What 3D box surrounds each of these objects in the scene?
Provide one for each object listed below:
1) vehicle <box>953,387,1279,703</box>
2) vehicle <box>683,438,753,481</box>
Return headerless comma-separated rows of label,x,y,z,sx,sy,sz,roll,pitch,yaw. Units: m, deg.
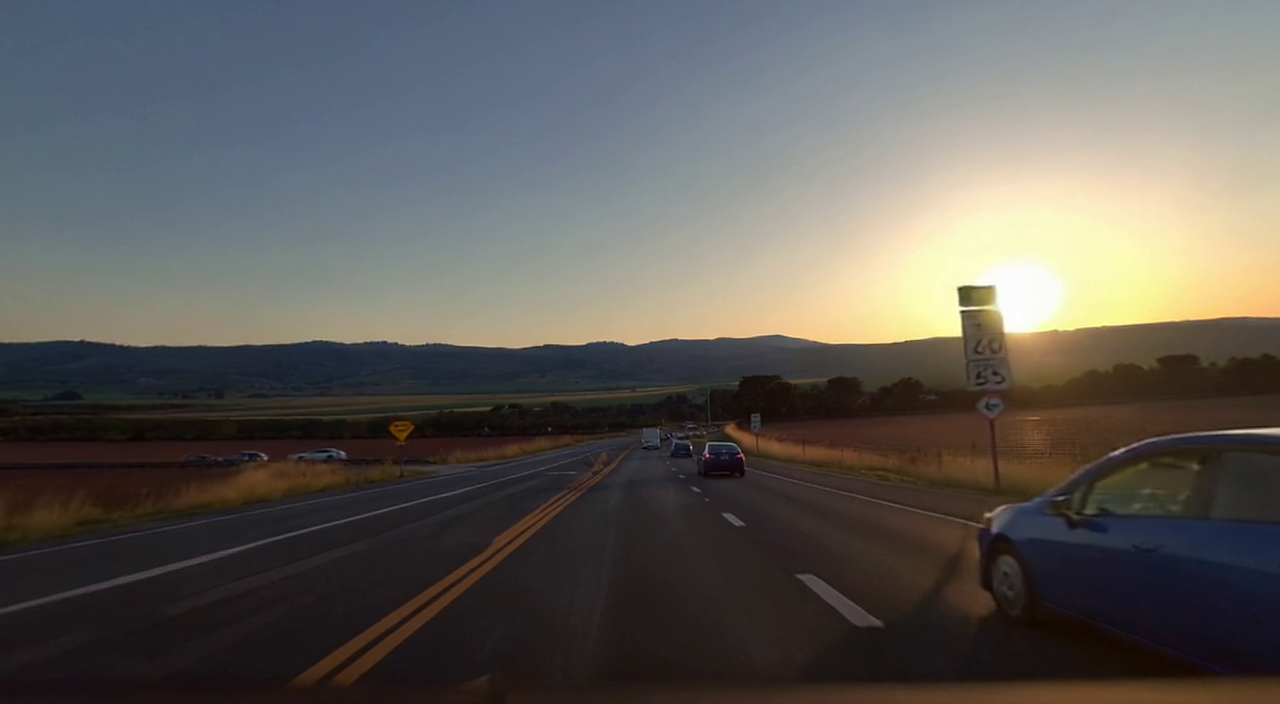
vehicle,3.601,1.004,3.161,2.007,1.534,3.976,0,-8,0
vehicle,2.939,4.156,24.690,2.026,1.531,4.273,0,-8,-2
